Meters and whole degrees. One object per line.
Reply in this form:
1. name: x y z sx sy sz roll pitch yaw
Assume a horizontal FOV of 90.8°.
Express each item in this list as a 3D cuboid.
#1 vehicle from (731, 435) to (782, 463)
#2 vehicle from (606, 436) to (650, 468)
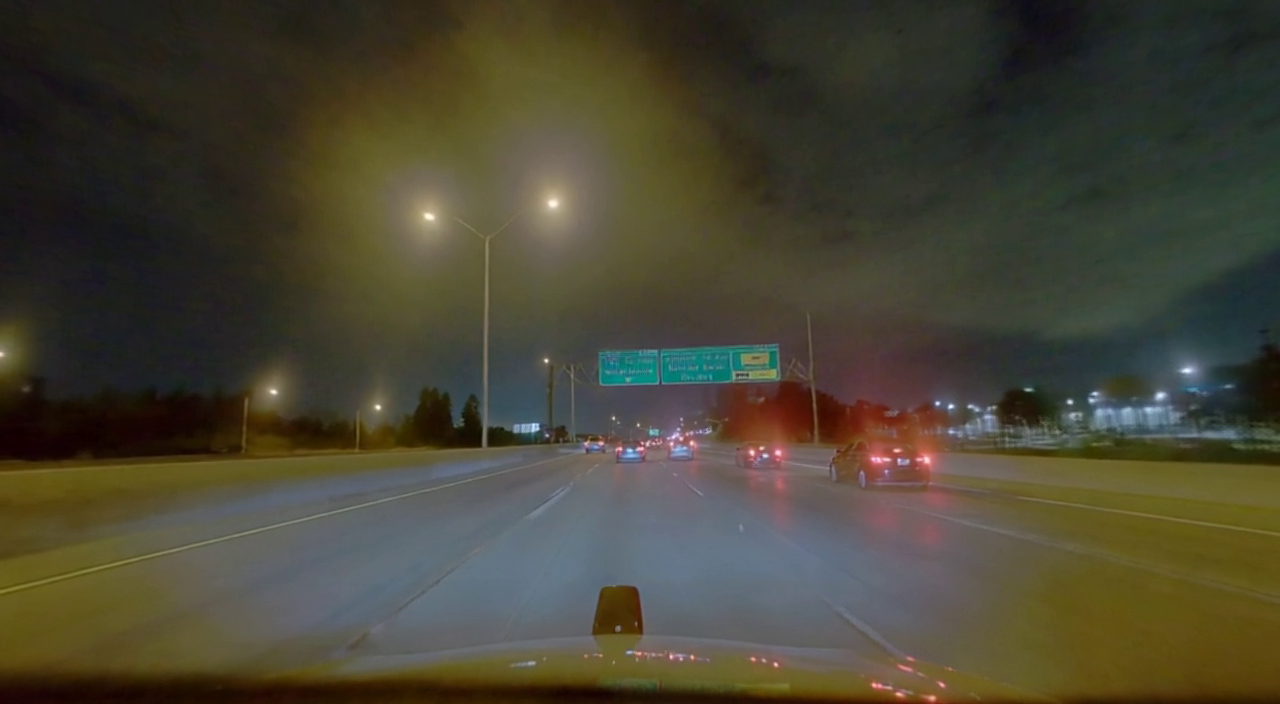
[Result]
1. vehicle: 6.587 5.538 36.062 1.935 1.478 4.433 0 -8 -2
2. vehicle: -0.589 4.914 31.095 1.985 1.457 4.227 0 -8 -1
